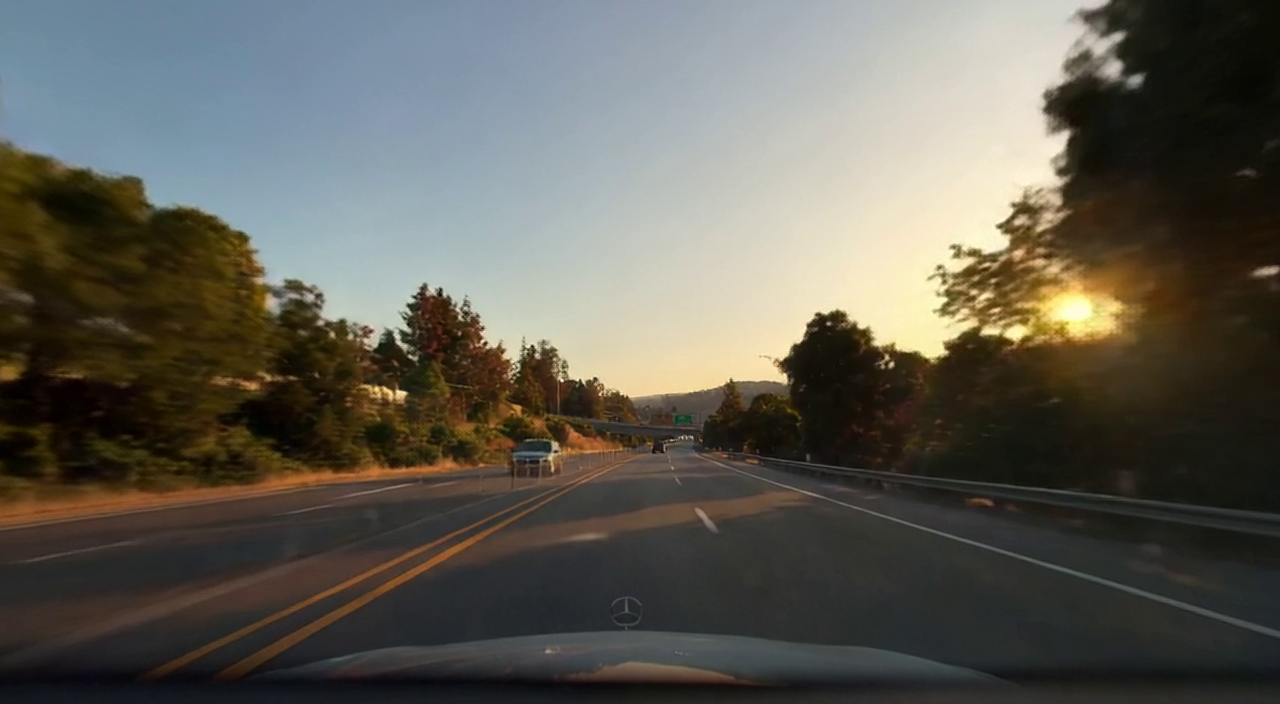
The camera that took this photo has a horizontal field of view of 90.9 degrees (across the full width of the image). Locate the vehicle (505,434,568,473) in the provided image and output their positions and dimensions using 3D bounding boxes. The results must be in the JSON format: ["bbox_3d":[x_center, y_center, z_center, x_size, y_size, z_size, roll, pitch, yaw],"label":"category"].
[{"bbox_3d":[-5.374,5.390,33.735,2.275,1.927,5.574,0,-8,2],"label":"vehicle"}]
